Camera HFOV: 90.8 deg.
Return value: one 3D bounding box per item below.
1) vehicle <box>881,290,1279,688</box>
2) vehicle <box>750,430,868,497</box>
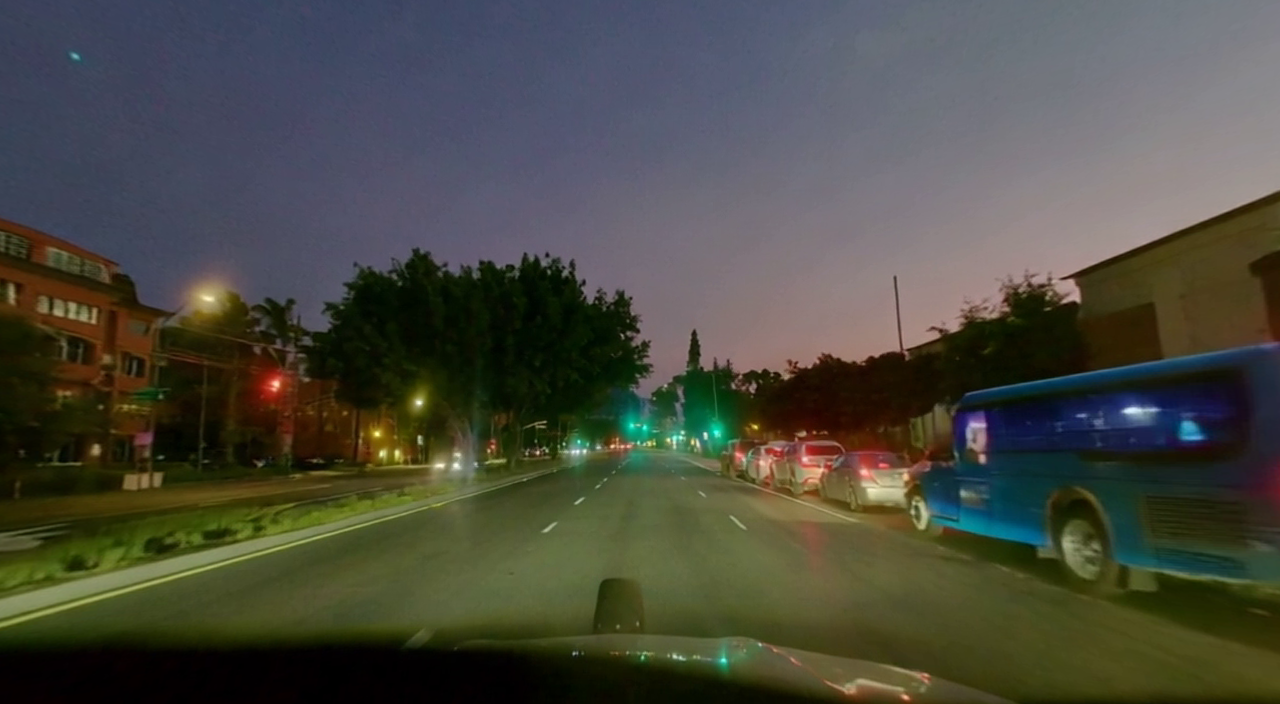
[{"bbox_3d":[4.646,1.104,5.927,2.351,2.125,6.230,0,-8,0],"label":"vehicle"},{"bbox_3d":[4.655,3.145,18.245,2.028,1.660,4.705,0,-8,-1],"label":"vehicle"}]
